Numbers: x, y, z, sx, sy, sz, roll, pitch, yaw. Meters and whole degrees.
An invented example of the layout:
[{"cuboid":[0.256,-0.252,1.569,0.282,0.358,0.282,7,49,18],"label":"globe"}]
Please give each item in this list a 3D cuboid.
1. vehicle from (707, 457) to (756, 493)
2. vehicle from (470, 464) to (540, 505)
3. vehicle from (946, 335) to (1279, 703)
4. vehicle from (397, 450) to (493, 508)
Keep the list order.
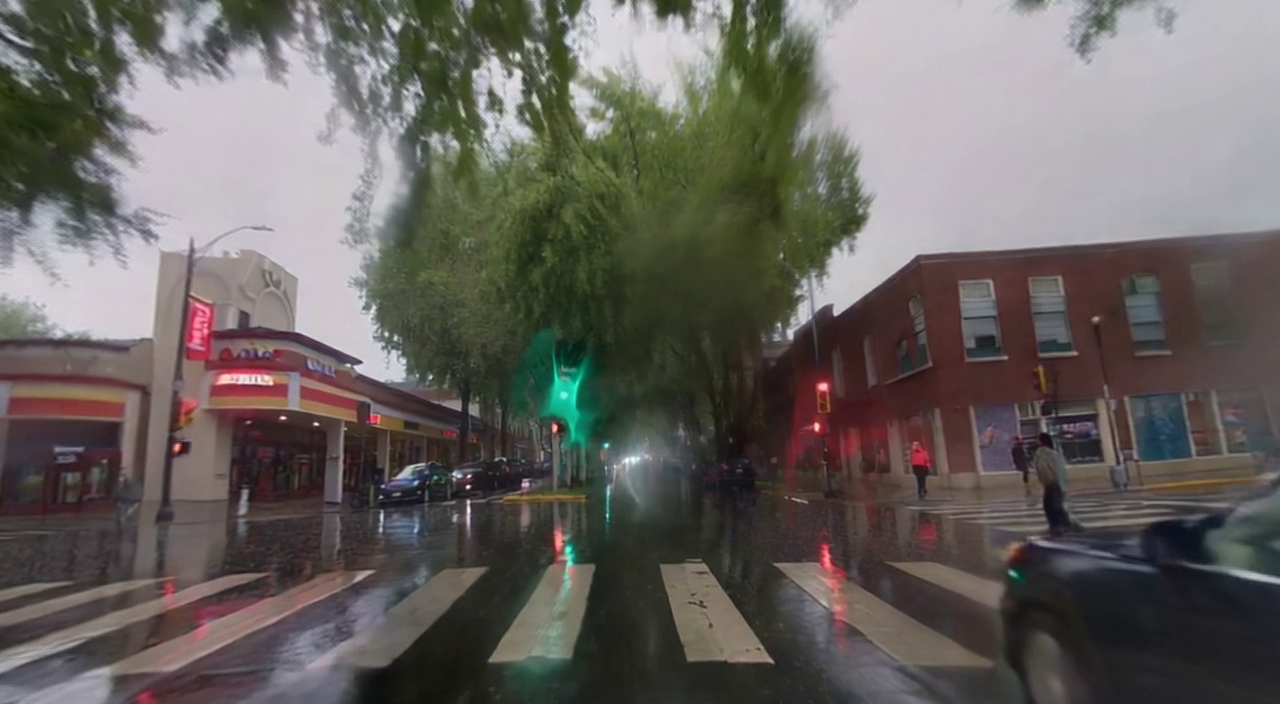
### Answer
[{"cuboid":[5.205,7.048,36.586,2.010,1.844,4.386,0,-8,-2],"label":"vehicle"},{"cuboid":[-5.749,5.693,27.466,1.983,1.438,4.559,0,-8,1],"label":"vehicle"},{"cuboid":[2.730,0.861,2.287,1.822,1.654,2.794,0,-8,1],"label":"vehicle"},{"cuboid":[-8.791,5.718,29.202,2.489,2.323,5.843,0,-8,0],"label":"vehicle"}]
